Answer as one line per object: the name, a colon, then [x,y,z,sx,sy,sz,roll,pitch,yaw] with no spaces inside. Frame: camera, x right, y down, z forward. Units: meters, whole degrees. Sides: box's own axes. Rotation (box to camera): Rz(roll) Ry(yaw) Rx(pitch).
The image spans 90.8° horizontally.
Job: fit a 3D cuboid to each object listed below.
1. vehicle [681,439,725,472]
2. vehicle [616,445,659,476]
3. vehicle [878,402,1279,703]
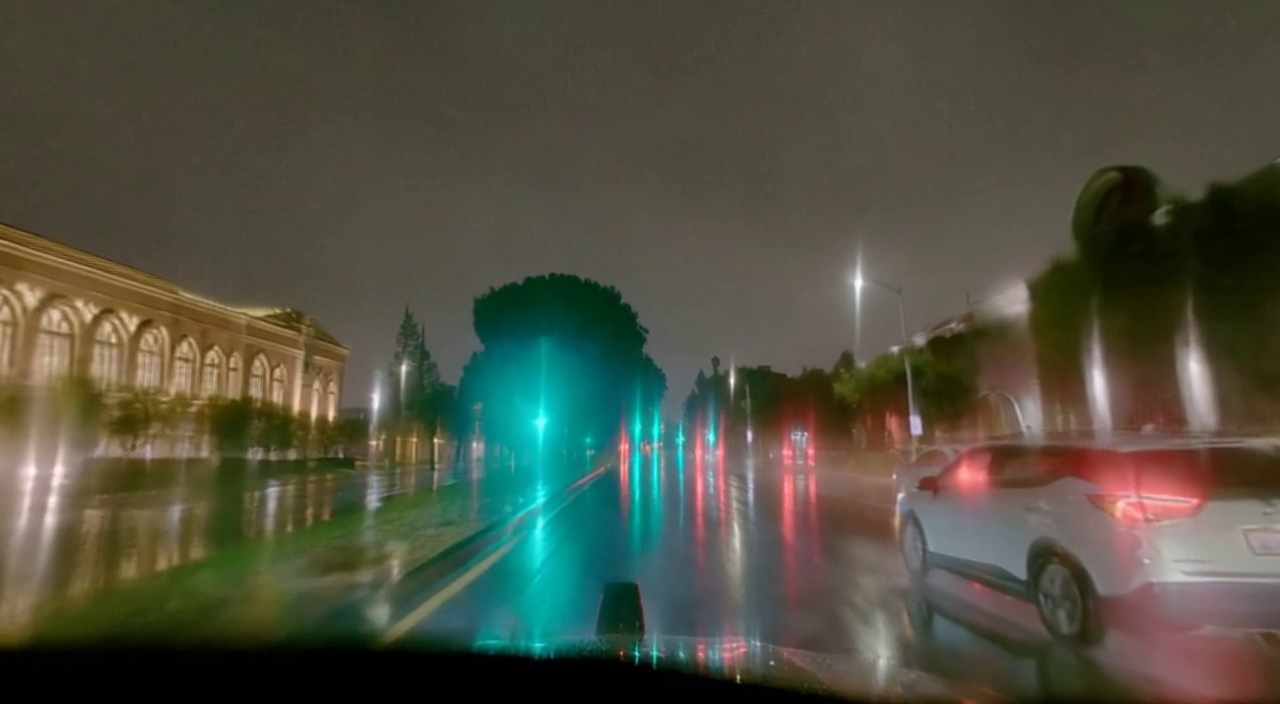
vehicle: [3.584,5.962,36.539,2.036,1.757,4.300,0,-9,-1]
vehicle: [-0.162,5.535,32.489,2.054,1.446,3.969,0,-9,-1]
vehicle: [3.628,1.300,4.996,1.937,1.538,3.832,0,-9,-1]
